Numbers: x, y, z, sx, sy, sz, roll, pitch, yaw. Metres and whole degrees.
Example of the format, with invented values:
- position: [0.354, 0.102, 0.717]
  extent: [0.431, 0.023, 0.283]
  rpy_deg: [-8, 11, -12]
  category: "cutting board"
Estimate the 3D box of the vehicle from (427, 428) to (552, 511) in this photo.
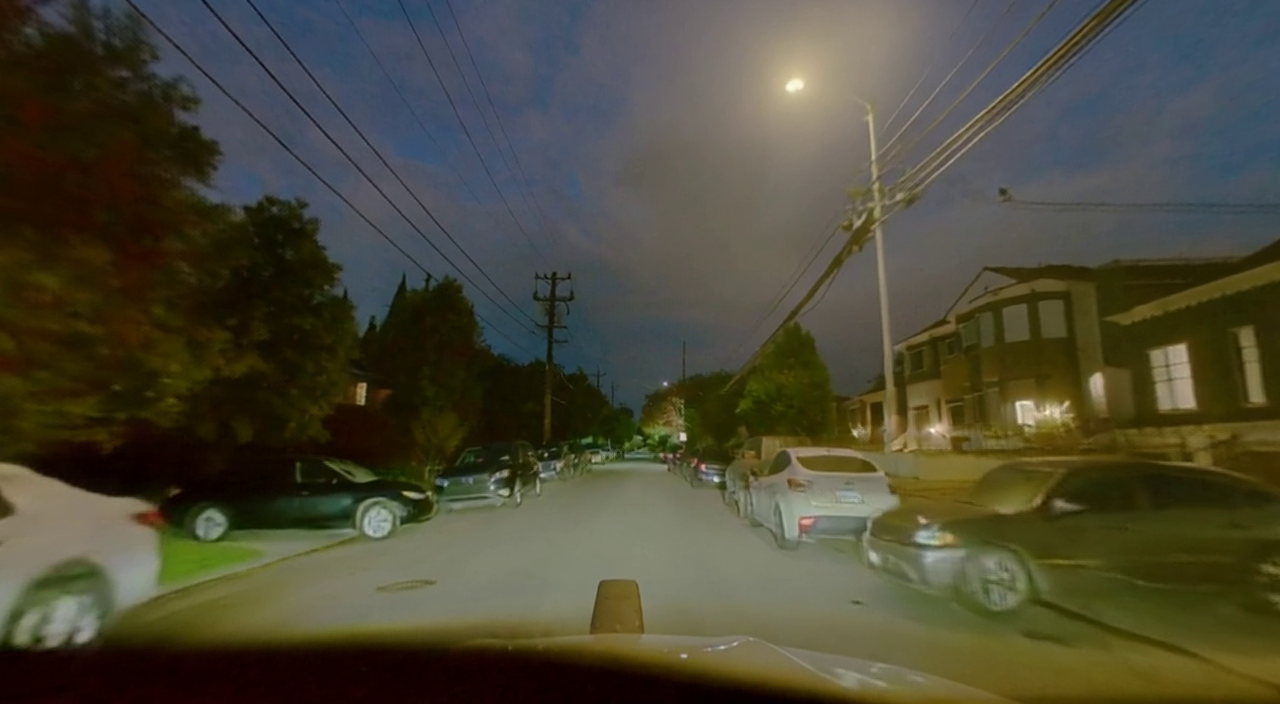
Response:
- position: [-3.974, 3.198, 17.779]
  extent: [2.280, 1.953, 5.092]
  rpy_deg: [0, -8, 0]
  category: "vehicle"

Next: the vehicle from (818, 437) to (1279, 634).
- position: [4.234, 1.576, 5.999]
  extent: [4.471, 1.493, 1.886]
  rpy_deg: [0, -8, -2]
  category: "vehicle"

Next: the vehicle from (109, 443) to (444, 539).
- position: [-6.265, 2.432, 11.449]
  extent: [4.816, 1.519, 1.920]
  rpy_deg: [0, -8, -4]
  category: "vehicle"

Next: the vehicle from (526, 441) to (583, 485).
- position: [-3.776, 4.959, 28.674]
  extent: [2.014, 1.780, 4.757]
  rpy_deg: [0, -8, -1]
  category: "vehicle"

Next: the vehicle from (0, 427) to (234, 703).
- position: [-4.129, 1.058, 2.443]
  extent: [1.988, 1.541, 4.686]
  rpy_deg: [0, -8, 0]
  category: "vehicle"
